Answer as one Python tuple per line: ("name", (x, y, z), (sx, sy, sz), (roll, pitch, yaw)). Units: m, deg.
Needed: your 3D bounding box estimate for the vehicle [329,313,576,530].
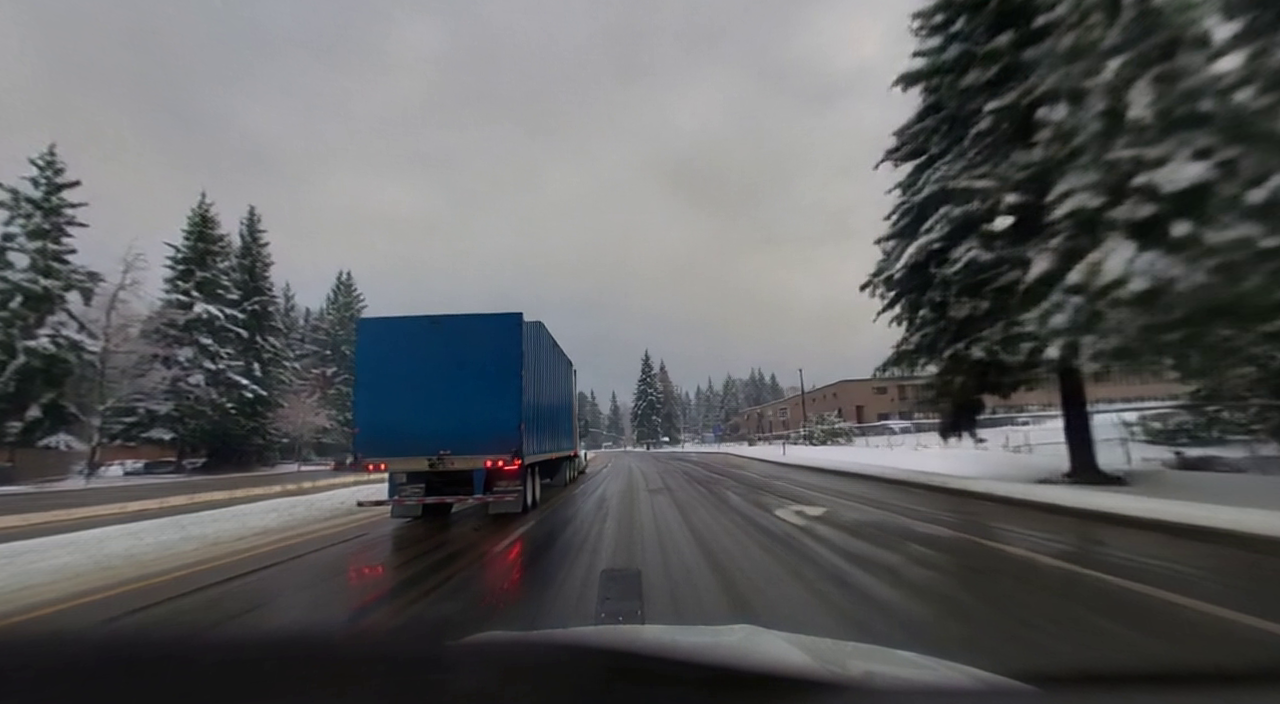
("vehicle", (-3.344, 1.666, 14.155), (2.910, 3.419, 8.376), (0, -8, 0))
